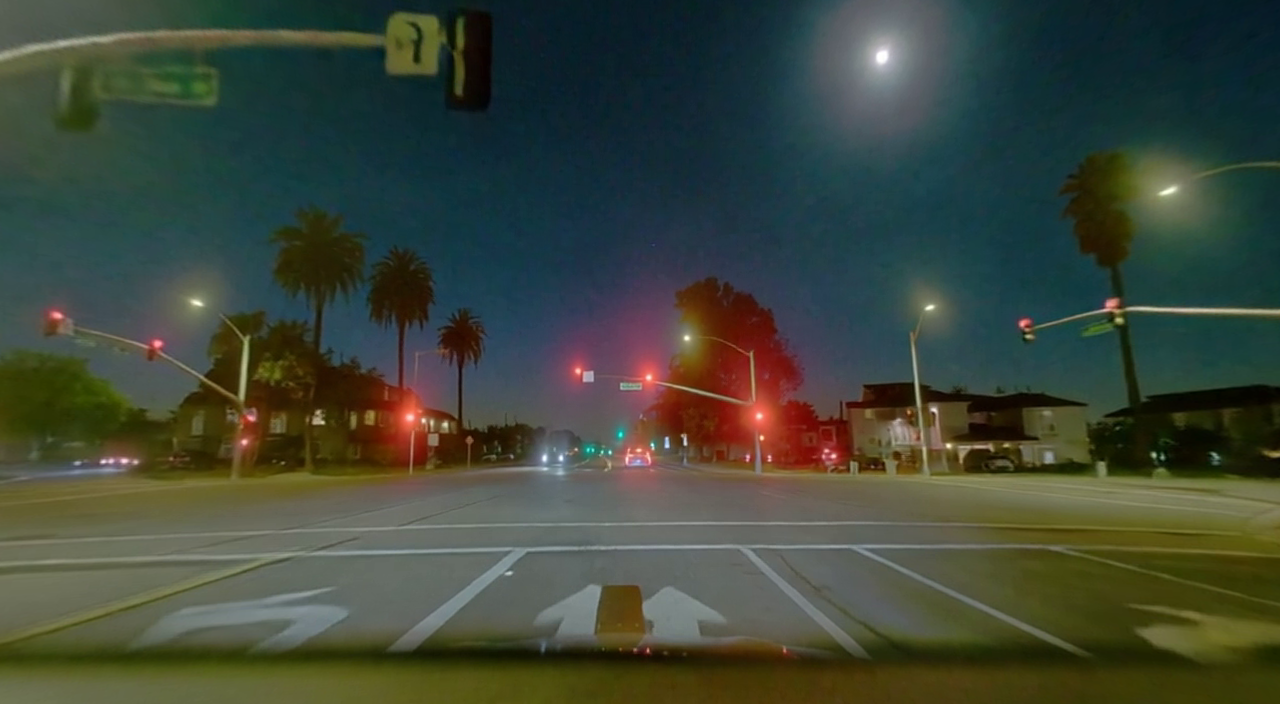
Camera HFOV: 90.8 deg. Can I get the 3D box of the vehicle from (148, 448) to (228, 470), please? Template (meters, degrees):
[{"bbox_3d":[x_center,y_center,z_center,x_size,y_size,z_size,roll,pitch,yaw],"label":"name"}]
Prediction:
[{"bbox_3d":[-35.695,8.438,49.971,4.887,1.546,1.807,7,-11,-40],"label":"vehicle"}]

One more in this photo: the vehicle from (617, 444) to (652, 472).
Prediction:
[{"bbox_3d":[-0.456,7.486,44.735,2.248,1.833,4.798,0,-8,-3],"label":"vehicle"}]

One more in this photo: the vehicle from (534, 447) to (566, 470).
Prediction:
[{"bbox_3d":[-6.929,8.229,49.097,1.983,1.684,3.938,0,-8,-1],"label":"vehicle"}]
